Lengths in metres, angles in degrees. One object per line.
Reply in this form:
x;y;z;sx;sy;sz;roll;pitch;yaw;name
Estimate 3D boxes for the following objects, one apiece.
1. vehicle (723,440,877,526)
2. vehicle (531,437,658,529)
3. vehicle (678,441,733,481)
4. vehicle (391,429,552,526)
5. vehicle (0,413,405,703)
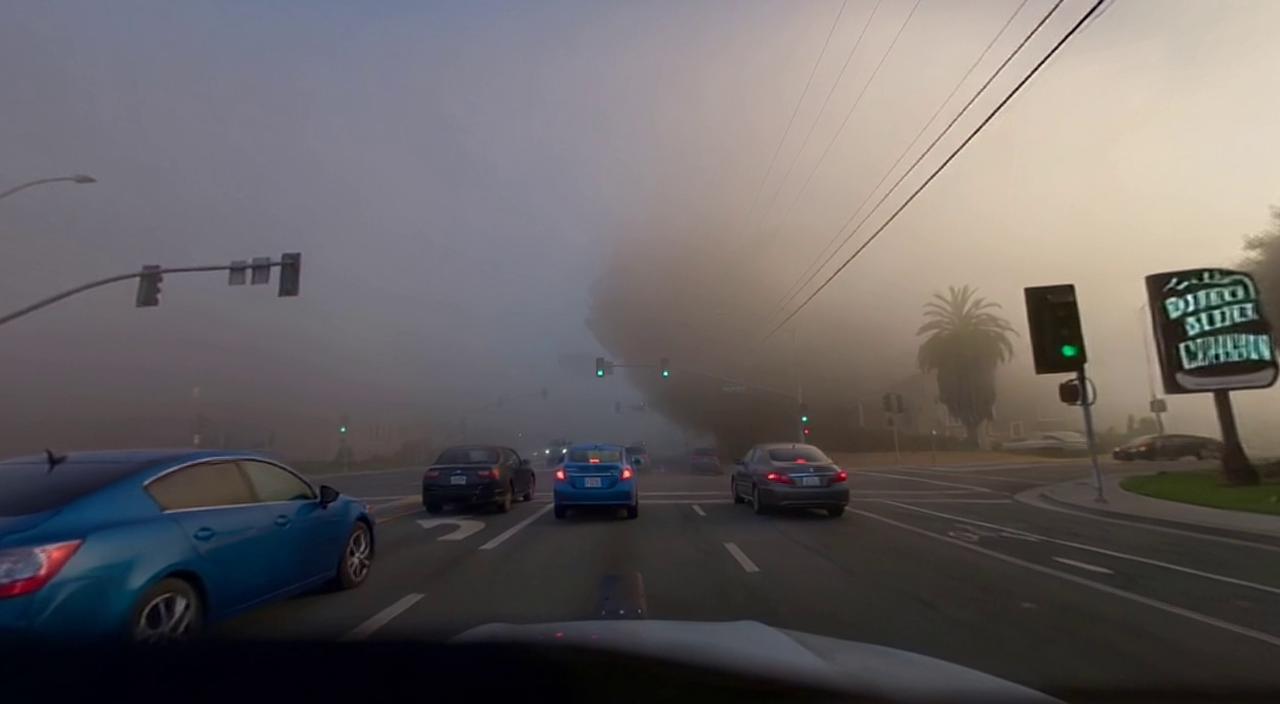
3.059;2.586;13.136;2.014;1.464;4.312;0;-8;-1;vehicle
-0.738;2.478;12.501;2.104;1.500;3.815;0;-8;1;vehicle
2.858;4.839;28.395;1.956;1.615;4.205;0;-8;-1;vehicle
-3.339;2.586;13.601;2.024;1.701;4.572;-1;-8;2;vehicle
-3.669;1.319;4.747;2.058;1.474;4.473;0;-8;0;vehicle
